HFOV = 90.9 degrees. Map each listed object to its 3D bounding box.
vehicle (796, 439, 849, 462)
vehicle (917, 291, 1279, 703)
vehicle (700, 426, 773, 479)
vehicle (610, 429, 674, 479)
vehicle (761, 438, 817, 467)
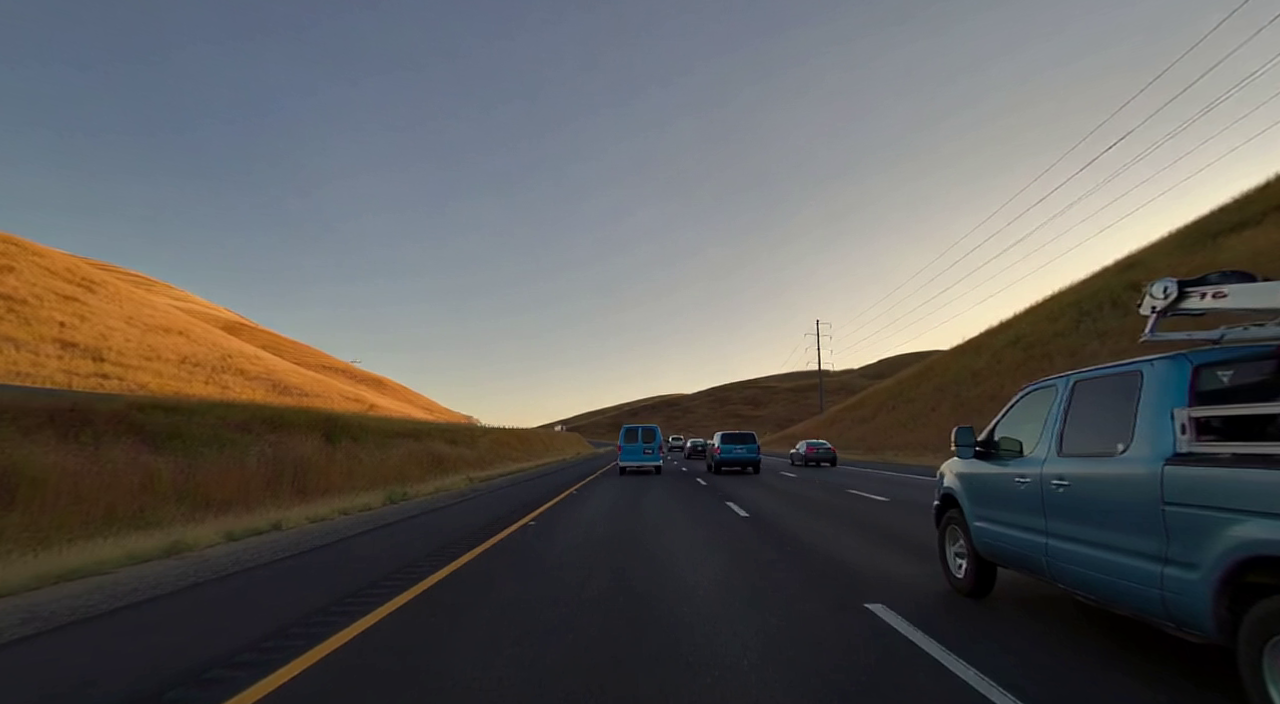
[{"bbox_3d":[12.105,6.562,42.157,2.087,1.406,4.875,0,-8,0],"label":"vehicle"},{"bbox_3d":[3.847,0.757,2.699,2.691,1.901,5.744,0,-8,0],"label":"vehicle"},{"bbox_3d":[3.617,3.881,24.540,2.139,1.821,4.480,0,-8,0],"label":"vehicle"},{"bbox_3d":[0.109,3.976,24.845,2.268,1.772,4.523,0,-8,1],"label":"vehicle"},{"bbox_3d":[8.144,5.514,34.942,2.075,1.493,4.305,0,-7,0],"label":"vehicle"}]
